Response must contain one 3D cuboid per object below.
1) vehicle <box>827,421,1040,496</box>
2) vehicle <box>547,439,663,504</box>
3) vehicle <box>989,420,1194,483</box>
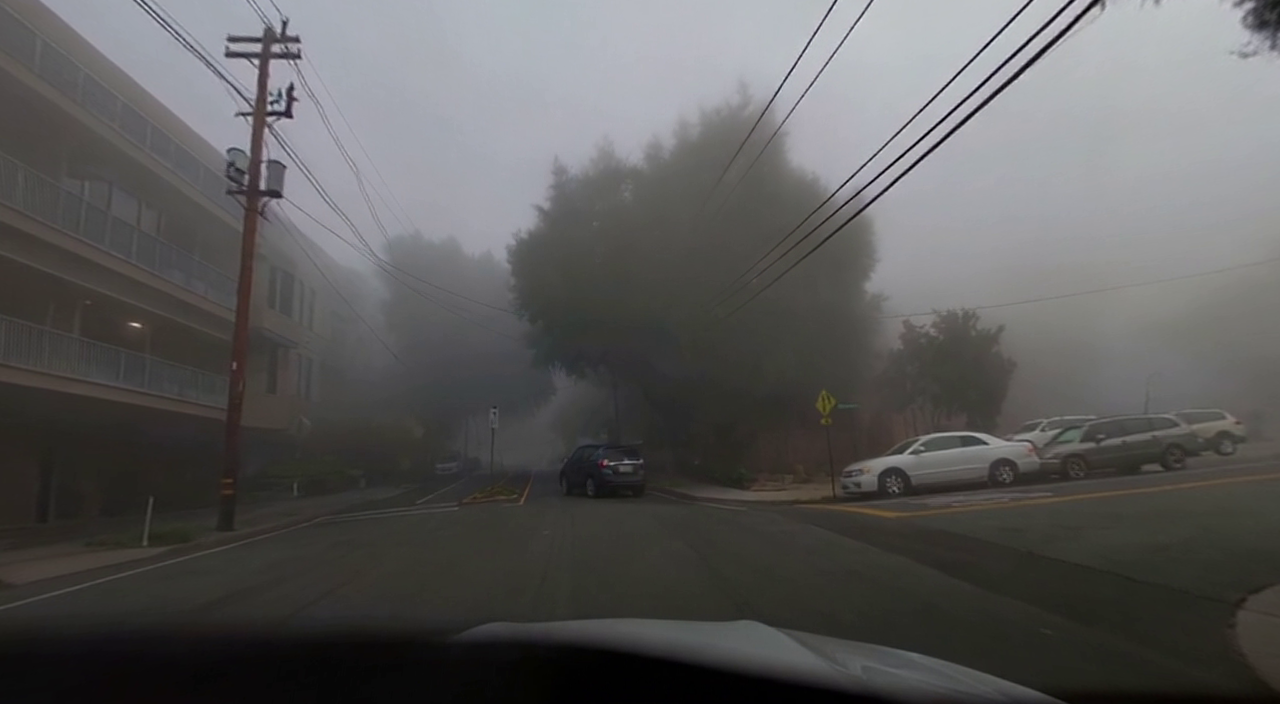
[{"bbox_3d":[7.953,2.943,17.356,4.877,1.755,1.918,0,-12,-10],"label":"vehicle"},{"bbox_3d":[-1.309,3.864,20.952,2.155,1.872,4.790,4,-10,-26],"label":"vehicle"},{"bbox_3d":[13.060,2.889,18.389,4.830,1.490,1.878,-1,-10,-11],"label":"vehicle"}]
